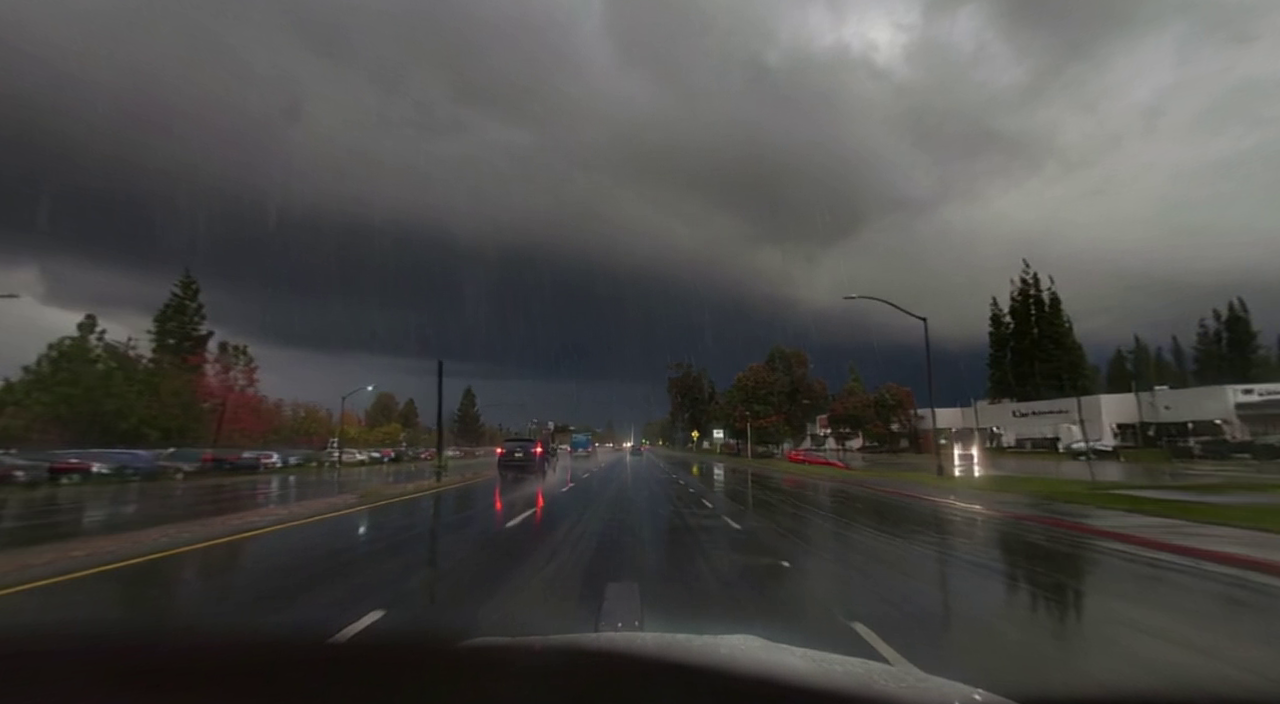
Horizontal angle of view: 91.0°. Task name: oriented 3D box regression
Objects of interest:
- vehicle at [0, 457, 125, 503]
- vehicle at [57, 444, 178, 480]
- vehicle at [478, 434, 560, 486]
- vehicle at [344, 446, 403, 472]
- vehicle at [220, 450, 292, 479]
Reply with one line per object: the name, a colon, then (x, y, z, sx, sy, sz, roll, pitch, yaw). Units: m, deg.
vehicle: (-22.766, 4.922, 24.560, 1.858, 1.530, 4.044, 0, -9, 0)
vehicle: (-31.357, 6.580, 38.101, 2.257, 1.963, 6.041, 0, -9, -2)
vehicle: (-4.263, 3.879, 22.911, 2.109, 1.672, 4.256, 0, -9, 0)
vehicle: (-19.344, 7.755, 45.949, 2.108, 1.770, 4.992, 0, -9, 0)
vehicle: (-23.088, 6.744, 38.059, 1.836, 1.582, 4.075, 0, -9, -1)
